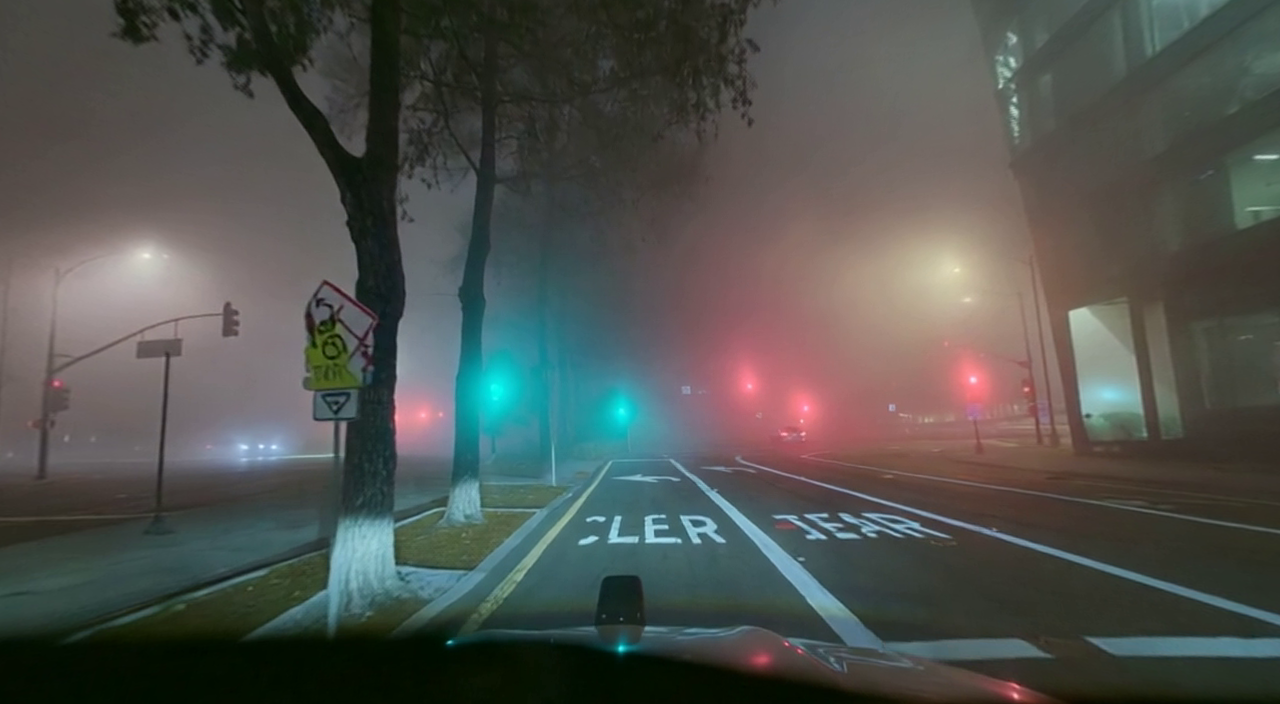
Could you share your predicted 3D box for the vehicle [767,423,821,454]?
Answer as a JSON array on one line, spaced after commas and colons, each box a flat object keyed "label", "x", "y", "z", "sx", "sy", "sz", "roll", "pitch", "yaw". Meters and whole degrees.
[{"label": "vehicle", "x": 9.920, "y": 5.656, "z": 40.995, "sx": 2.156, "sy": 1.881, "sz": 4.743, "roll": 0, "pitch": -8, "yaw": -2}]
